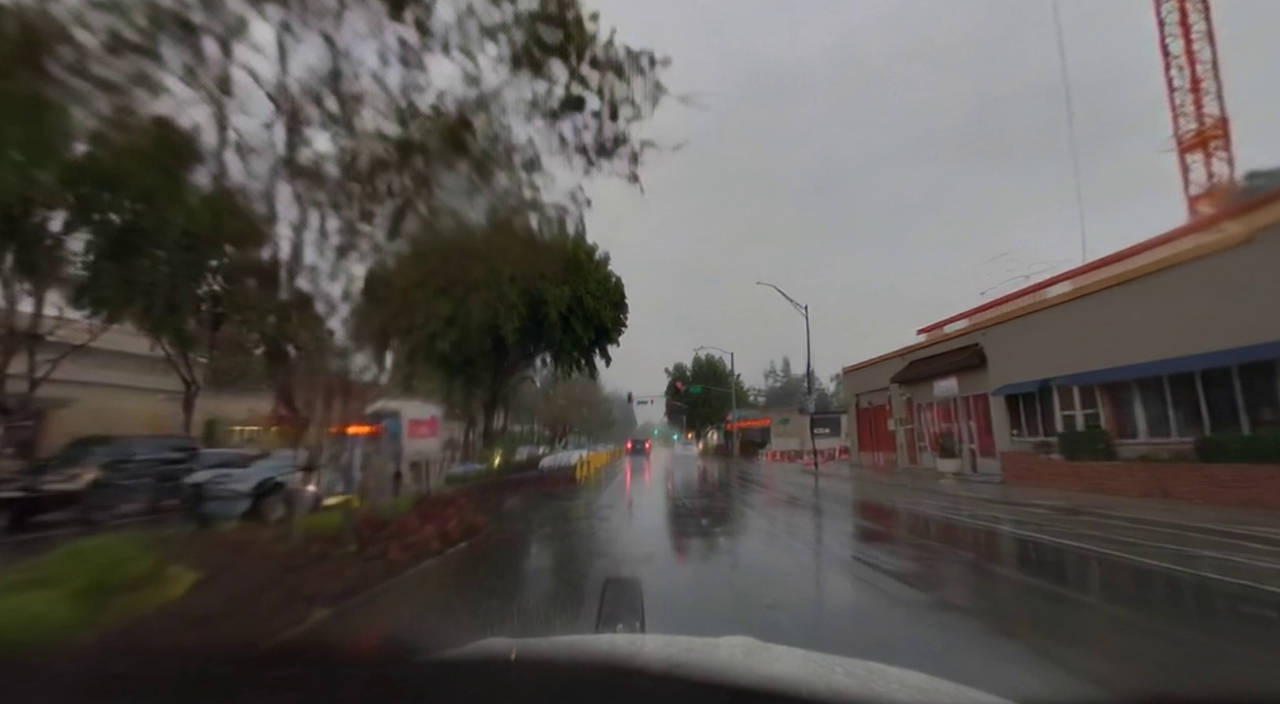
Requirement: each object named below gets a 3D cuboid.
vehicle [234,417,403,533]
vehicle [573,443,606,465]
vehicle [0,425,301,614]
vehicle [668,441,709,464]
[{"bbox_3d":[-5.977,2.273,12.396,2.058,1.751,4.502,0,-8,-16],"label":"vehicle"},{"bbox_3d":[-3.630,7.374,45.879,1.962,1.484,4.351,0,-8,1],"label":"vehicle"},{"bbox_3d":[-5.875,1.656,7.227,1.901,1.498,4.359,1,-8,-5],"label":"vehicle"},{"bbox_3d":[3.634,7.677,48.546,2.427,1.665,5.593,0,-8,-2],"label":"vehicle"}]
